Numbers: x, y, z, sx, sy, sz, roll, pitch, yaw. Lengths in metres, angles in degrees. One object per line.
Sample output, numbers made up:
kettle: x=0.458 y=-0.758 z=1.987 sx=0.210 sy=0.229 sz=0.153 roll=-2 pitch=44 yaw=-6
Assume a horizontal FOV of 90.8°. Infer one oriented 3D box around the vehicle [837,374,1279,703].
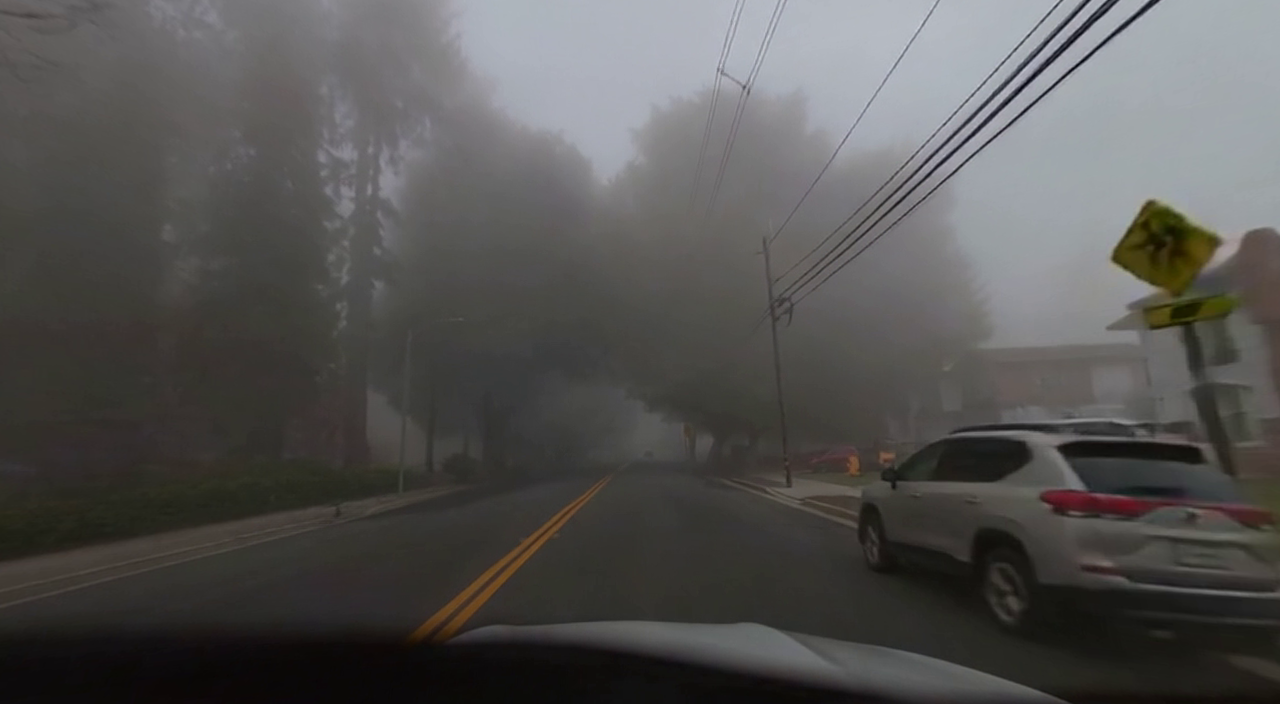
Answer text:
vehicle: x=3.460 y=1.413 z=5.659 sx=1.949 sy=1.807 sz=4.224 roll=4 pitch=-9 yaw=-1
